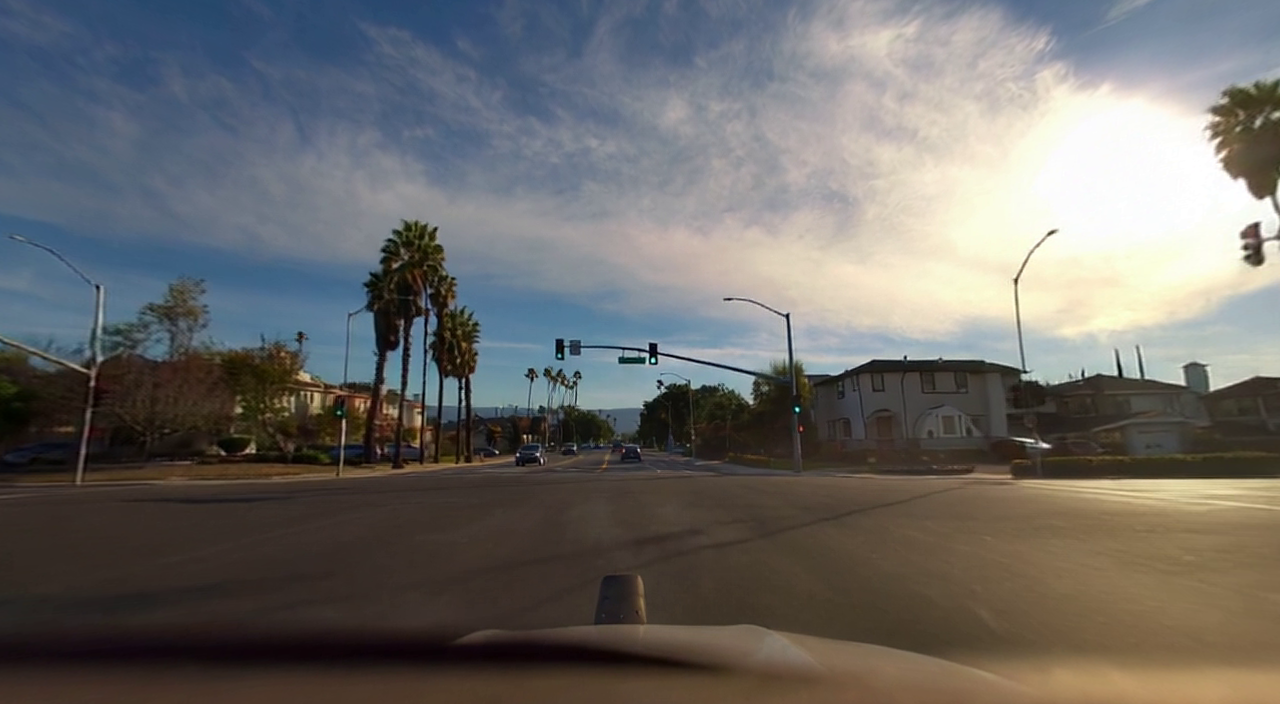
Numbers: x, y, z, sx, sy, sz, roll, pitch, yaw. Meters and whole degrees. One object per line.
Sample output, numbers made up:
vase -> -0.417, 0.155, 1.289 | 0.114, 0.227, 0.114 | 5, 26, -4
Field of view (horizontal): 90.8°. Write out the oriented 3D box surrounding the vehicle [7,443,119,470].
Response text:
vehicle -> -35.453, 6.398, 39.013 | 4.887, 1.546, 1.807 | 7, -11, -40

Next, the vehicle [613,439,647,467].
vehicle -> -0.780, 7.053, 44.516 | 2.248, 1.833, 4.798 | 0, -8, -3

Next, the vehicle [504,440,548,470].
vehicle -> -6.809, 6.172, 38.016 | 1.983, 1.684, 3.938 | 0, -8, -1
